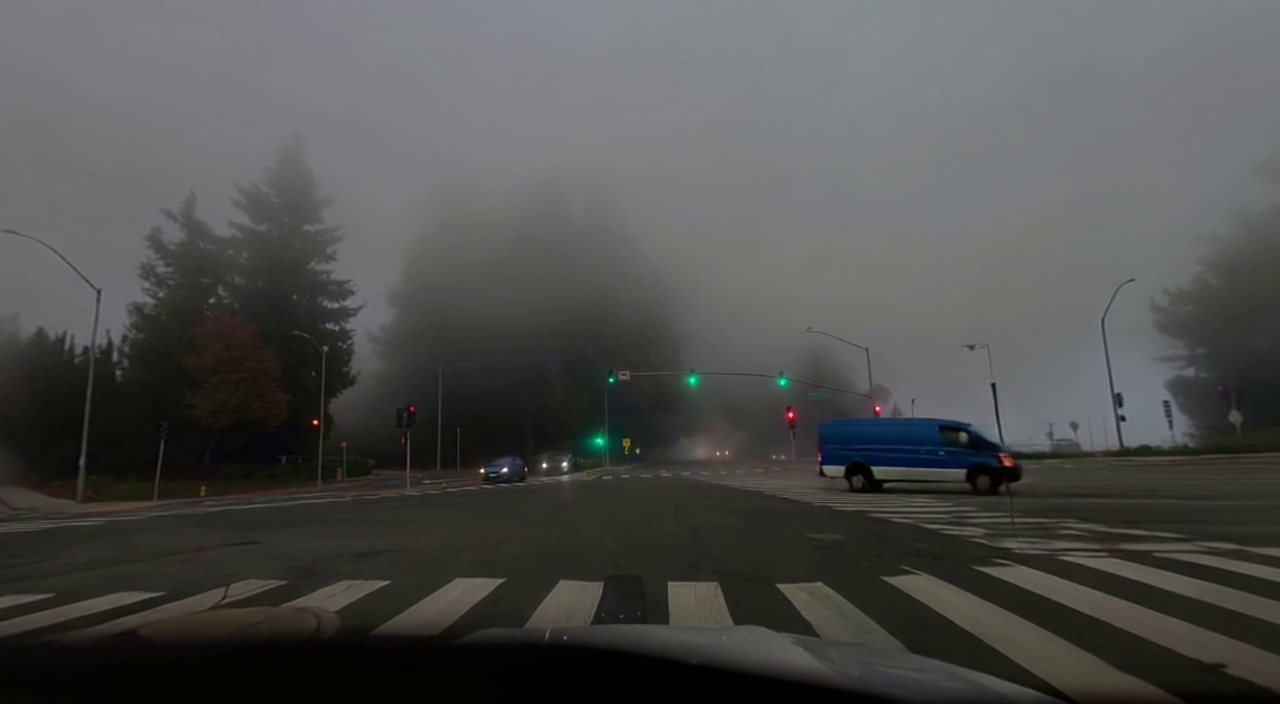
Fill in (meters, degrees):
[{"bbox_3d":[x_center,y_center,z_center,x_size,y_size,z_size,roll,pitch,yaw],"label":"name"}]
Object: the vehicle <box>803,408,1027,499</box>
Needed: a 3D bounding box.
[{"bbox_3d":[8.198,3.052,19.278,5.791,2.404,2.465,-4,-9,26],"label":"vehicle"}]
